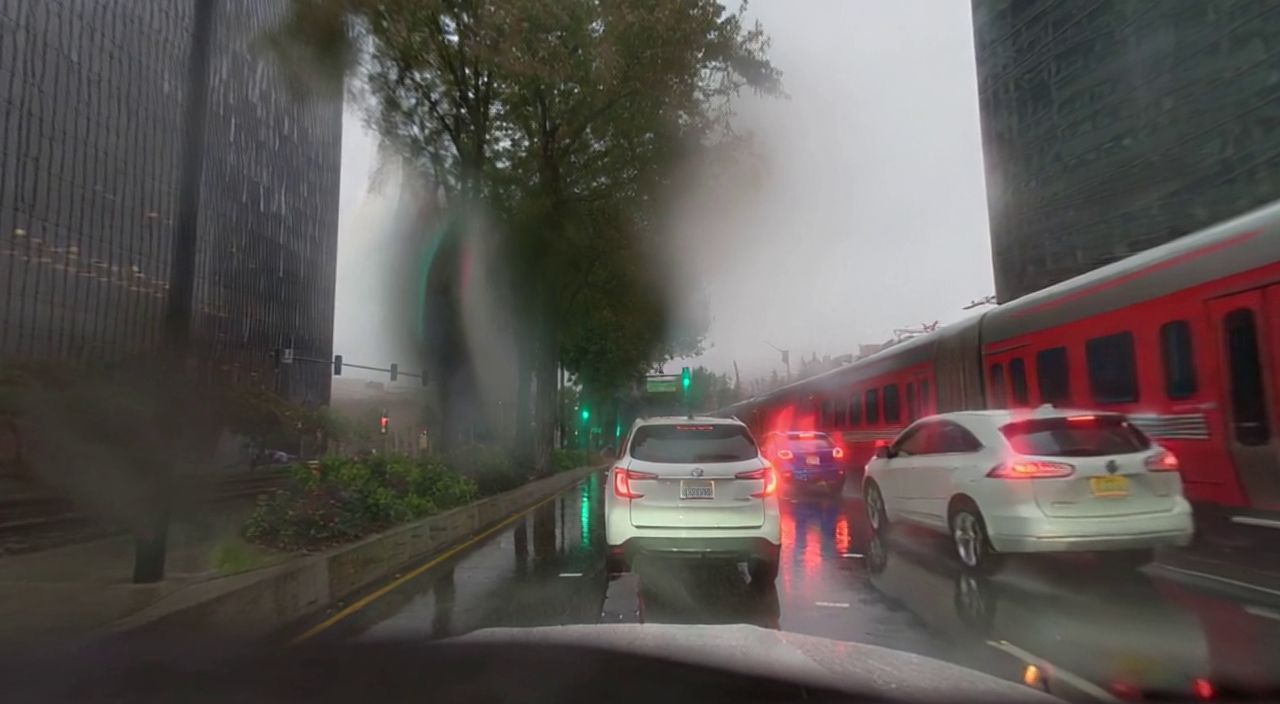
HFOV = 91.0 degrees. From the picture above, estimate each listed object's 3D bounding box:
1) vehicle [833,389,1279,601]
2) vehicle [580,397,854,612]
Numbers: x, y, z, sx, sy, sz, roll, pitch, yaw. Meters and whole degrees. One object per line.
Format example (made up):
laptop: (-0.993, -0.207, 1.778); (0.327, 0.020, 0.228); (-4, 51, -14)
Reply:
vehicle: (4.323, 1.570, 7.847); (2.165, 1.760, 5.064); (0, -9, -1)
vehicle: (0.509, 1.515, 7.130); (2.190, 1.684, 4.084); (0, -9, -3)
